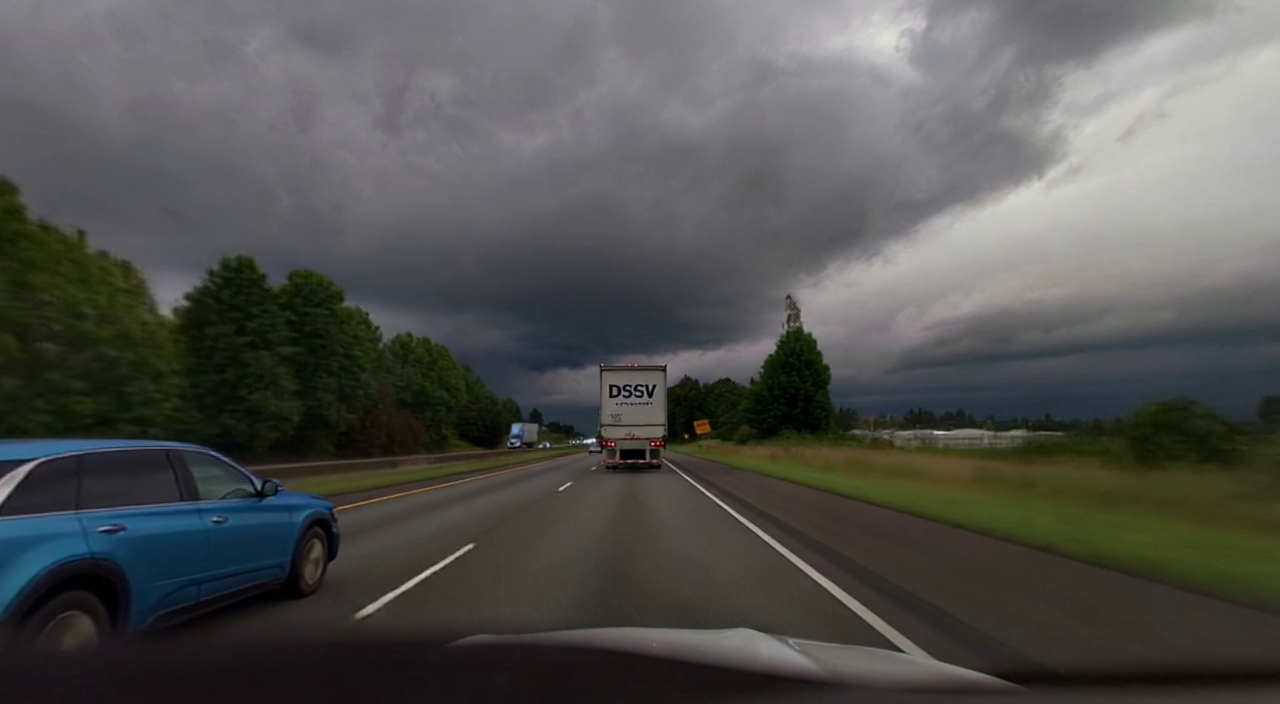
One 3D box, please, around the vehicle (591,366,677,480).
[{"bbox_3d":[-0.377,3.189,27.175,2.969,3.957,10.270,0,-8,-2],"label":"vehicle"}]
